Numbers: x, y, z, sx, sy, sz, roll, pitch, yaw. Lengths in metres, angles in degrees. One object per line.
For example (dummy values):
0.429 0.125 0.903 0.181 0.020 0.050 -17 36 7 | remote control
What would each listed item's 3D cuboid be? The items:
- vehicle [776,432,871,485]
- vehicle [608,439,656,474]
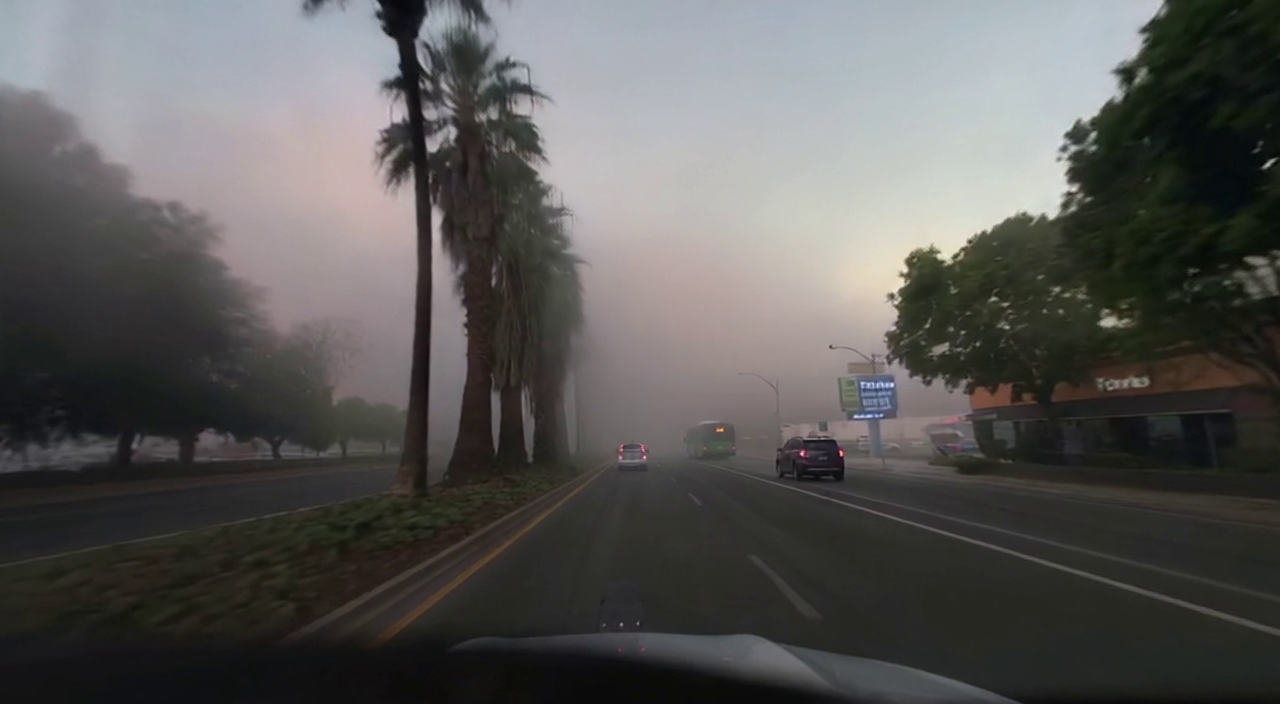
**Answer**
6.314 3.715 22.304 2.031 1.670 4.154 0 -9 -1 | vehicle
-0.342 4.847 29.394 2.065 1.477 4.306 0 -9 1 | vehicle
